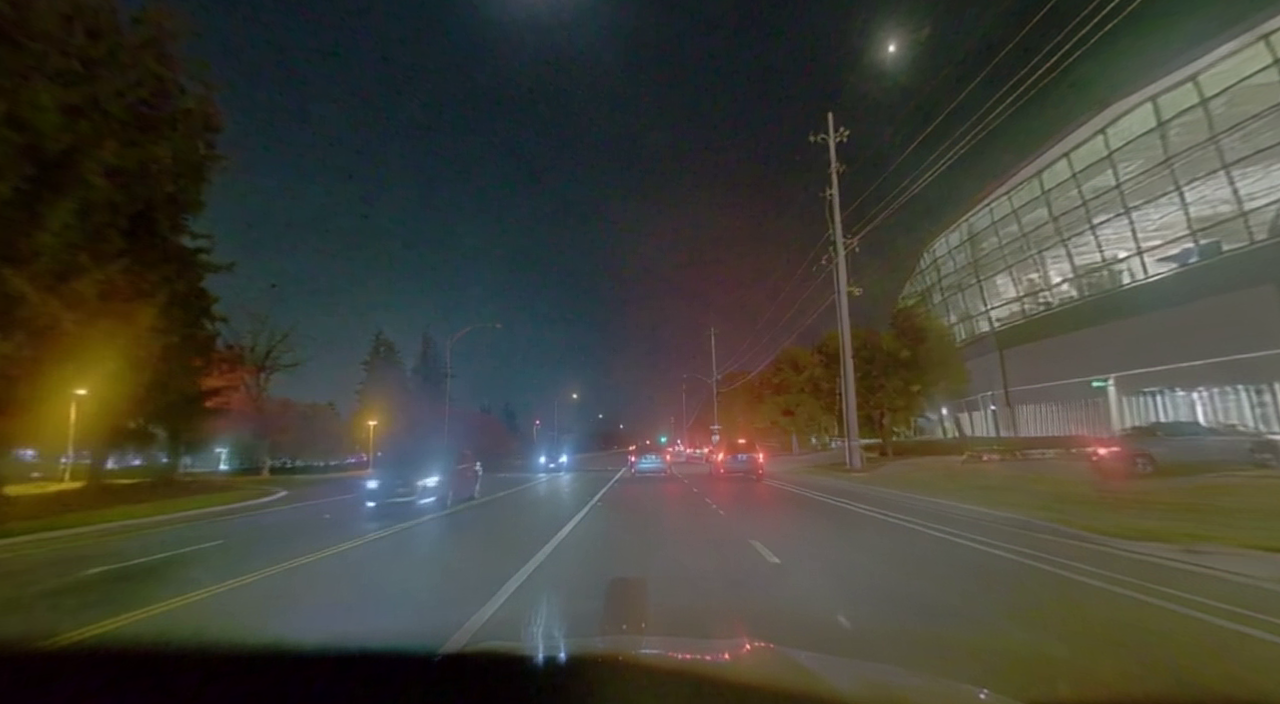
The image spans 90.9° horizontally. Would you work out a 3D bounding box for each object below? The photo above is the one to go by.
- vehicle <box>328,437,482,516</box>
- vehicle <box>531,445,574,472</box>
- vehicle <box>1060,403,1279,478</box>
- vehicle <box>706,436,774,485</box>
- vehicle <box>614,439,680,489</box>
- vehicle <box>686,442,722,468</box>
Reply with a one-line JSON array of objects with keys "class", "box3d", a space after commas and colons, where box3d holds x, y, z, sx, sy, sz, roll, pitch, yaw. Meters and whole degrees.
[{"class": "vehicle", "box3d": [-6.068, 3.271, 17.112, 2.193, 1.802, 4.946, 0, -9, 1]}, {"class": "vehicle", "box3d": [-5.889, 7.211, 42.810, 2.187, 1.711, 4.505, 0, -9, 1]}, {"class": "vehicle", "box3d": [15.477, 2.511, 17.806, 5.731, 1.720, 2.822, -9, -11, 31]}, {"class": "vehicle", "box3d": [3.702, 4.088, 23.973, 1.914, 1.698, 4.049, 0, -9, 0]}, {"class": "vehicle", "box3d": [0.264, 4.079, 23.325, 2.200, 1.653, 4.127, 0, -9, 1]}, {"class": "vehicle", "box3d": [4.414, 7.182, 44.147, 2.024, 1.711, 4.512, 0, -9, 0]}]
